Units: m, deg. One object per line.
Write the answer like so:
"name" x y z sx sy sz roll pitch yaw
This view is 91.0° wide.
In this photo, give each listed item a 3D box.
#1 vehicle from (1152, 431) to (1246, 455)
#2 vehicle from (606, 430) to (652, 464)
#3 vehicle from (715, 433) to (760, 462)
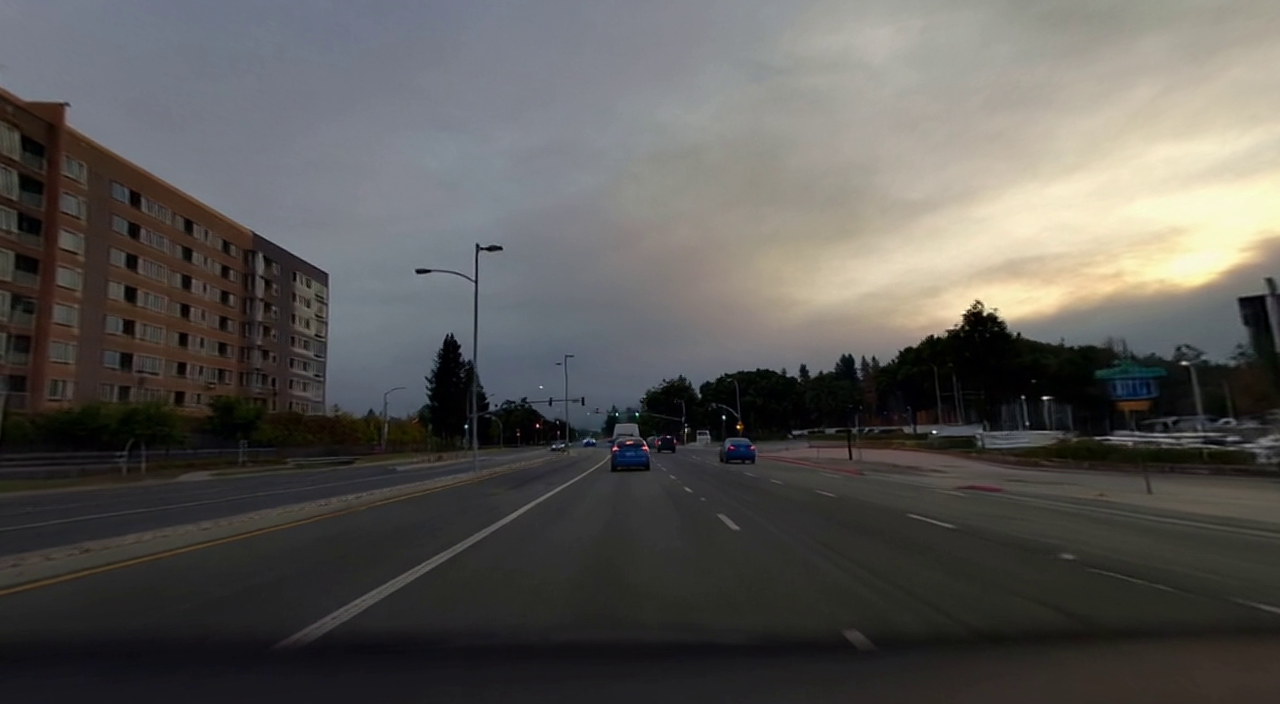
"vehicle" 43.740 7.155 49.377 1.967 1.788 5.041 5 -10 -30
"vehicle" -0.653 5.925 39.232 2.682 1.908 5.706 0 -9 0
"vehicle" 6.541 6.490 42.811 2.136 1.799 4.796 1 -9 -2
